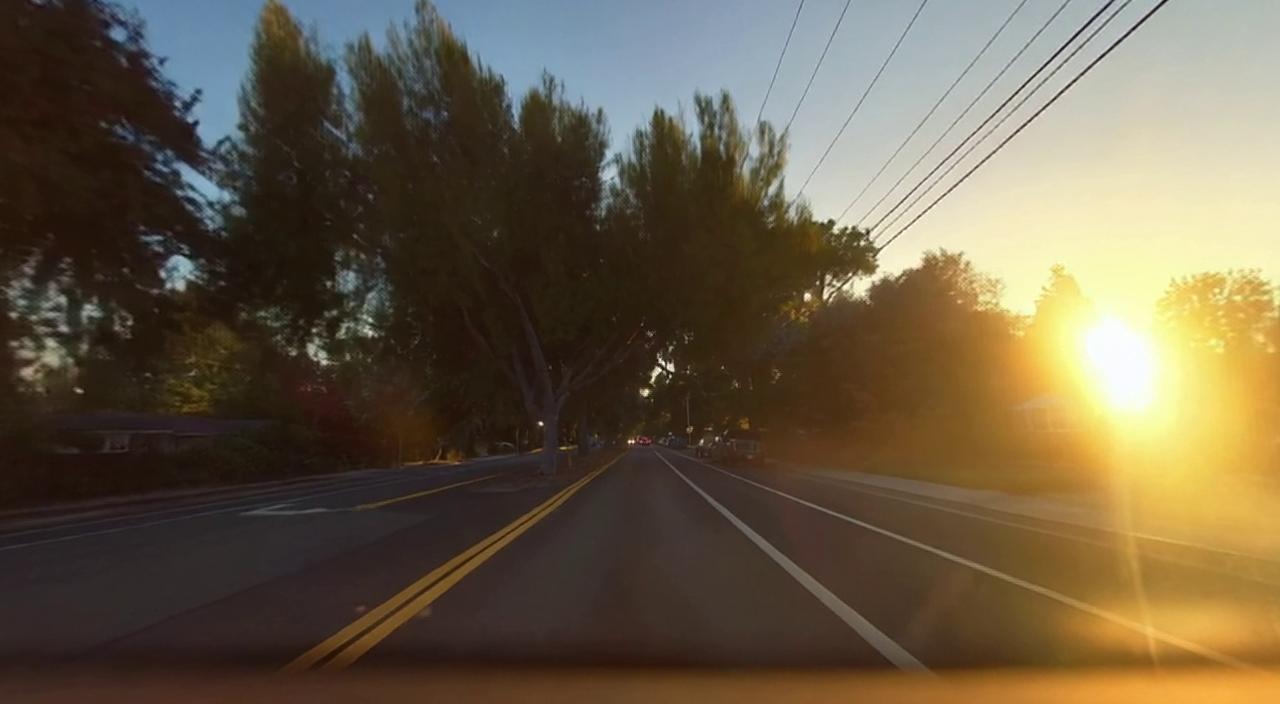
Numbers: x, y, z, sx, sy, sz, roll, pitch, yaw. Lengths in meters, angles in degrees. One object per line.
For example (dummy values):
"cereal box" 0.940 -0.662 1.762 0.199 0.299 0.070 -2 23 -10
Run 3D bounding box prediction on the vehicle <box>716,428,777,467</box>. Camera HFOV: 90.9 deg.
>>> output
"vehicle" 5.240 4.794 31.650 2.160 1.800 4.646 0 -8 -1
